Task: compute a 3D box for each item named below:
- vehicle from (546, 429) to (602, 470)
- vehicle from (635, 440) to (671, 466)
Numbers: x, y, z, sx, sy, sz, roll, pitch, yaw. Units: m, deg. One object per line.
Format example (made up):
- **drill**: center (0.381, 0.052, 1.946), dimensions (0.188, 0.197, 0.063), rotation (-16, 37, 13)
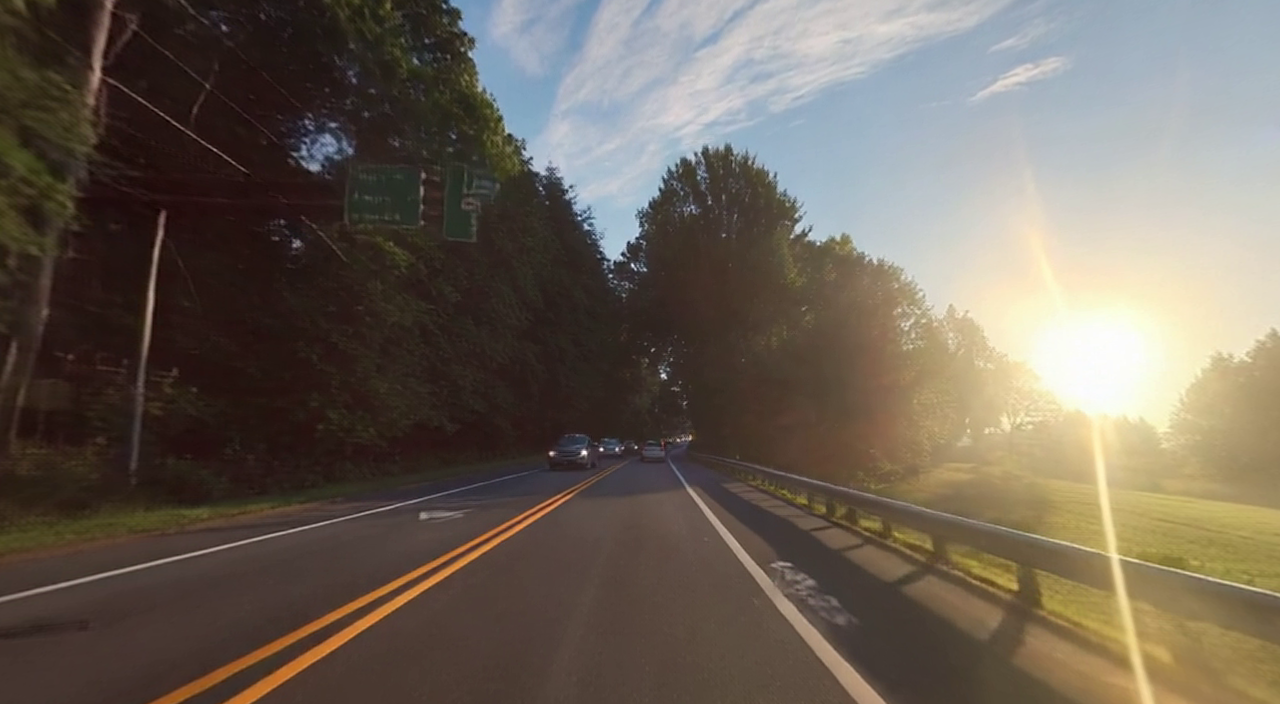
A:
- **vehicle**: center (-3.730, 5.693, 37.003), dimensions (2.479, 2.208, 5.780), rotation (0, -9, 2)
- **vehicle**: center (0.815, 6.133, 38.474), dimensions (2.067, 1.486, 3.861), rotation (0, -9, 2)
